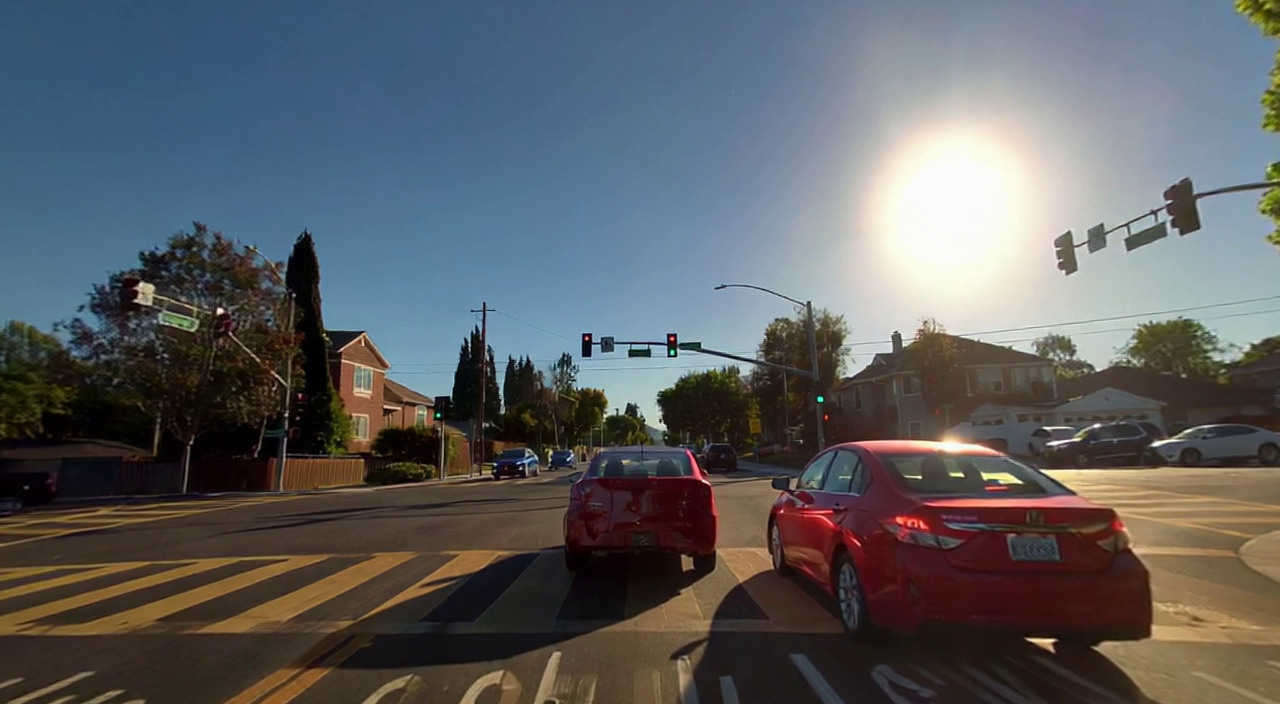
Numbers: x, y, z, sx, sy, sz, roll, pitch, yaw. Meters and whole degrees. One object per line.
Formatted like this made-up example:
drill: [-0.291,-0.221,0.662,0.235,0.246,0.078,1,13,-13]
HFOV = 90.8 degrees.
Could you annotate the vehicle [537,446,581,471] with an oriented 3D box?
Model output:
vehicle: [-5.698,7.530,44.995,2.270,1.605,4.958,-1,-8,3]

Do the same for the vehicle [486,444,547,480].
vehicle: [-6.098,5.488,31.784,1.982,1.686,4.195,-1,-8,4]

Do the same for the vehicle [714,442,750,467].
vehicle: [6.216,6.958,43.219,1.891,1.611,4.269,0,-8,1]

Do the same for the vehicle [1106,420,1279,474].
vehicle: [16.959,2.838,18.960,4.345,1.517,1.913,0,-8,1]

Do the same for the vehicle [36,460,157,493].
vehicle: [-30.103,6.869,35.259,2.106,1.586,5.009,-1,-8,4]

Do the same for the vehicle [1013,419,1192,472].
vehicle: [15.998,3.269,22.069,4.452,1.711,2.186,0,-8,1]
